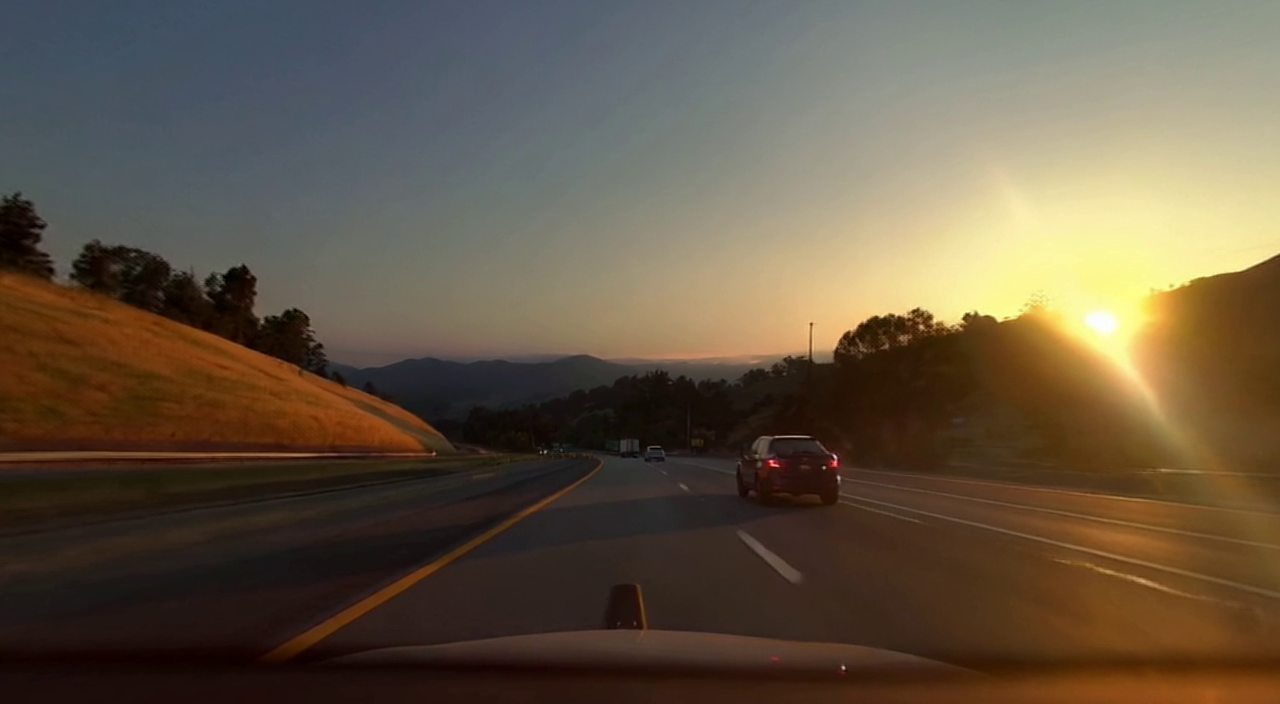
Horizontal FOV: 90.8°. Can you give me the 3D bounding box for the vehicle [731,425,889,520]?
[{"bbox_3d":[3.567,2.638,14.415,2.141,1.785,4.778,0,-8,-2],"label":"vehicle"}]
